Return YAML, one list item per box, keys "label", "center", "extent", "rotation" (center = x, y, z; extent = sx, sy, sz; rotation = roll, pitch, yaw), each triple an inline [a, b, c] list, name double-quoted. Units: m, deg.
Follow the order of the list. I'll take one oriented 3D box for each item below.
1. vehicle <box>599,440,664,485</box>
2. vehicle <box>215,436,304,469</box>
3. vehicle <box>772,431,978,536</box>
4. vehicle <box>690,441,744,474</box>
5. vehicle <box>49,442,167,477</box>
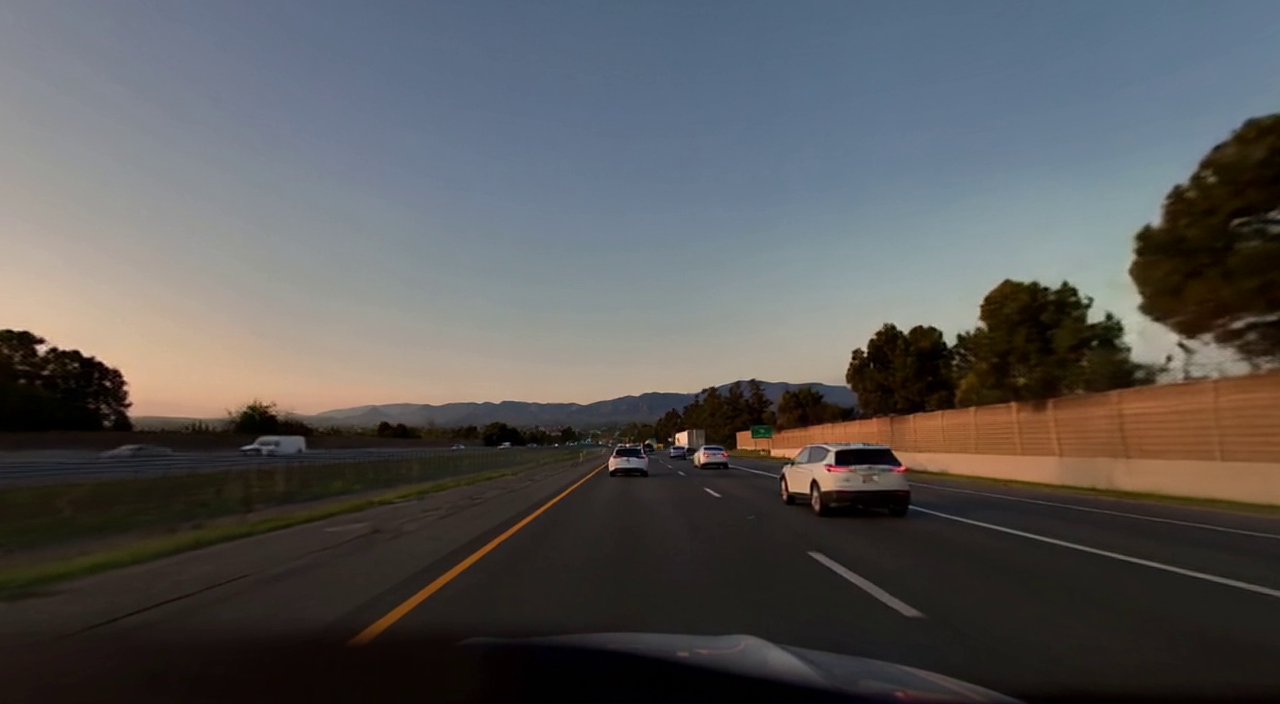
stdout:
- label: "vehicle"
  center: [-0.317, 3.876, 22.450]
  extent: [2.085, 1.449, 3.860]
  rotation: [0, -9, -1]
- label: "vehicle"
  center: [-24.877, 6.621, 41.520]
  extent: [2.322, 2.013, 5.631]
  rotation: [0, -9, 0]
- label: "vehicle"
  center: [3.841, 2.210, 11.241]
  extent: [1.949, 1.493, 4.272]
  rotation: [0, -9, -1]
- label: "vehicle"
  center: [3.583, 4.988, 29.914]
  extent: [1.957, 1.447, 4.241]
  rotation: [0, -9, -1]
- label: "vehicle"
  center: [-28.740, 5.822, 34.269]
  extent: [1.951, 1.745, 5.123]
  rotation: [0, -9, 0]
